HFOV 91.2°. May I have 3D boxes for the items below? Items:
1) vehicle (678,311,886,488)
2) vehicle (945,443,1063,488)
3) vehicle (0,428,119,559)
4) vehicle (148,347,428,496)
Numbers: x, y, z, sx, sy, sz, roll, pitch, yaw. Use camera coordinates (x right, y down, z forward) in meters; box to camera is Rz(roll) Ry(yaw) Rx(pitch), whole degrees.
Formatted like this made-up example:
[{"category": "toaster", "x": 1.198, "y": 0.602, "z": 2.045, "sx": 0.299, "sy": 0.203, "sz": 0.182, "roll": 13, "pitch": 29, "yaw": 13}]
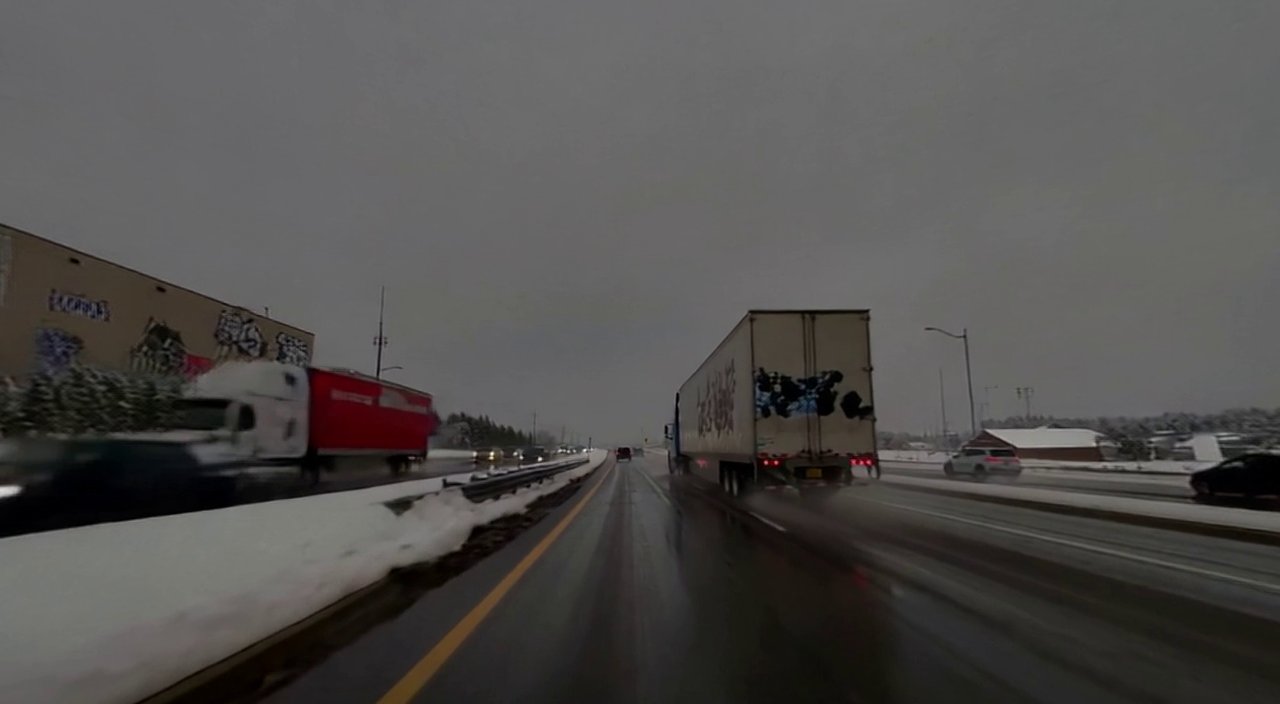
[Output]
[{"category": "vehicle", "x": 3.938, "y": 2.494, "z": 24.067, "sx": 3.317, "sy": 4.314, "sz": 17.803, "roll": 0, "pitch": -9, "yaw": -2}, {"category": "vehicle", "x": 14.594, "y": 4.551, "z": 25.490, "sx": 2.107, "sy": 1.648, "sz": 4.324, "roll": 0, "pitch": -9, "yaw": -1}, {"category": "vehicle", "x": -8.403, "y": 1.569, "z": 6.788, "sx": 1.977, "sy": 1.494, "sz": 4.096, "roll": 0, "pitch": -9, "yaw": 0}, {"category": "vehicle", "x": -11.895, "y": 2.941, "z": 24.044, "sx": 2.873, "sy": 4.040, "sz": 14.050, "roll": 0, "pitch": -9, "yaw": -1}]
